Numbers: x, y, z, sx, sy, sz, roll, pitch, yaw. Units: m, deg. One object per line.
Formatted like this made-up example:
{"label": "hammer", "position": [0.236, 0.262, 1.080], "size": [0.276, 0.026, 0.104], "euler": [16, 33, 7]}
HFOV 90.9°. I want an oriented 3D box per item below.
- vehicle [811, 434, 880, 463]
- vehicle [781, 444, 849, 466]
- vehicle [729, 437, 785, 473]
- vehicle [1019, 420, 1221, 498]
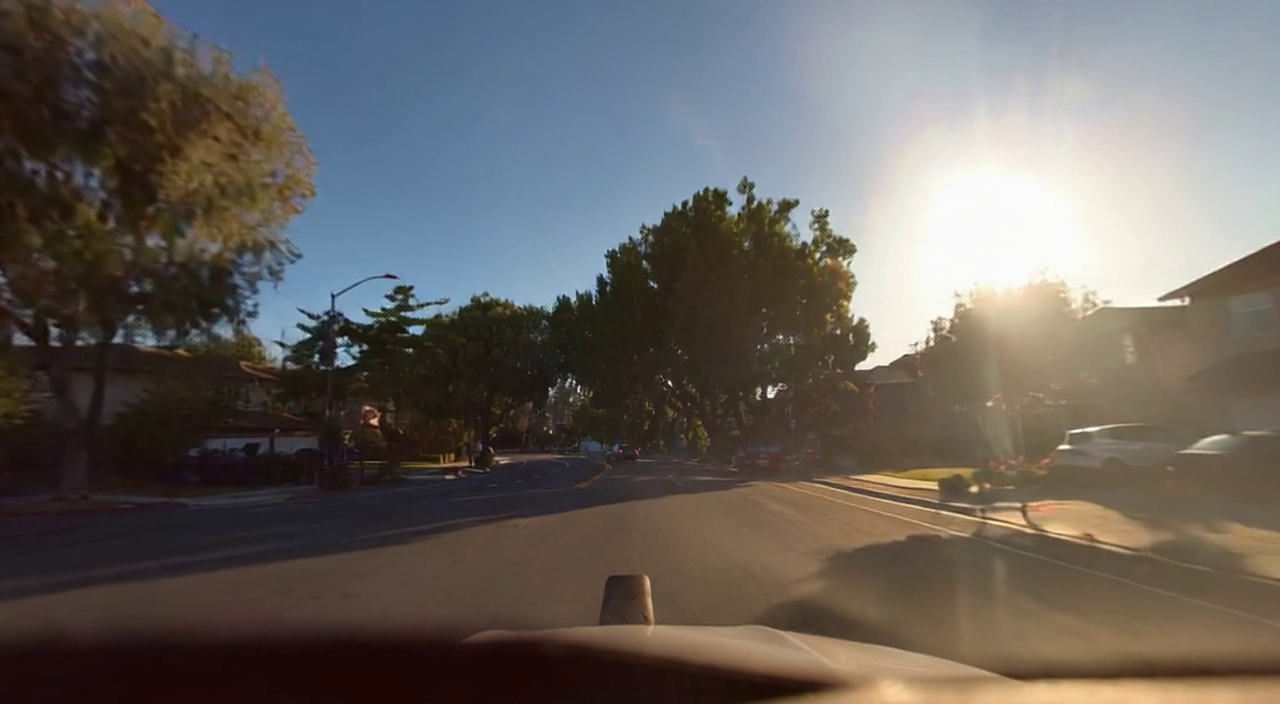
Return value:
{"label": "vehicle", "position": [15.913, 7.484, 49.198], "size": [2.205, 1.995, 5.543], "euler": [-1, -7, -16]}
{"label": "vehicle", "position": [12.631, 7.448, 45.538], "size": [4.508, 1.462, 1.721], "euler": [4, -10, -16]}
{"label": "vehicle", "position": [6.915, 6.168, 38.154], "size": [2.348, 1.986, 6.289], "euler": [0, -8, 1]}
{"label": "vehicle", "position": [14.512, 3.106, 19.081], "size": [5.277, 1.749, 2.335], "euler": [-1, -3, -21]}
